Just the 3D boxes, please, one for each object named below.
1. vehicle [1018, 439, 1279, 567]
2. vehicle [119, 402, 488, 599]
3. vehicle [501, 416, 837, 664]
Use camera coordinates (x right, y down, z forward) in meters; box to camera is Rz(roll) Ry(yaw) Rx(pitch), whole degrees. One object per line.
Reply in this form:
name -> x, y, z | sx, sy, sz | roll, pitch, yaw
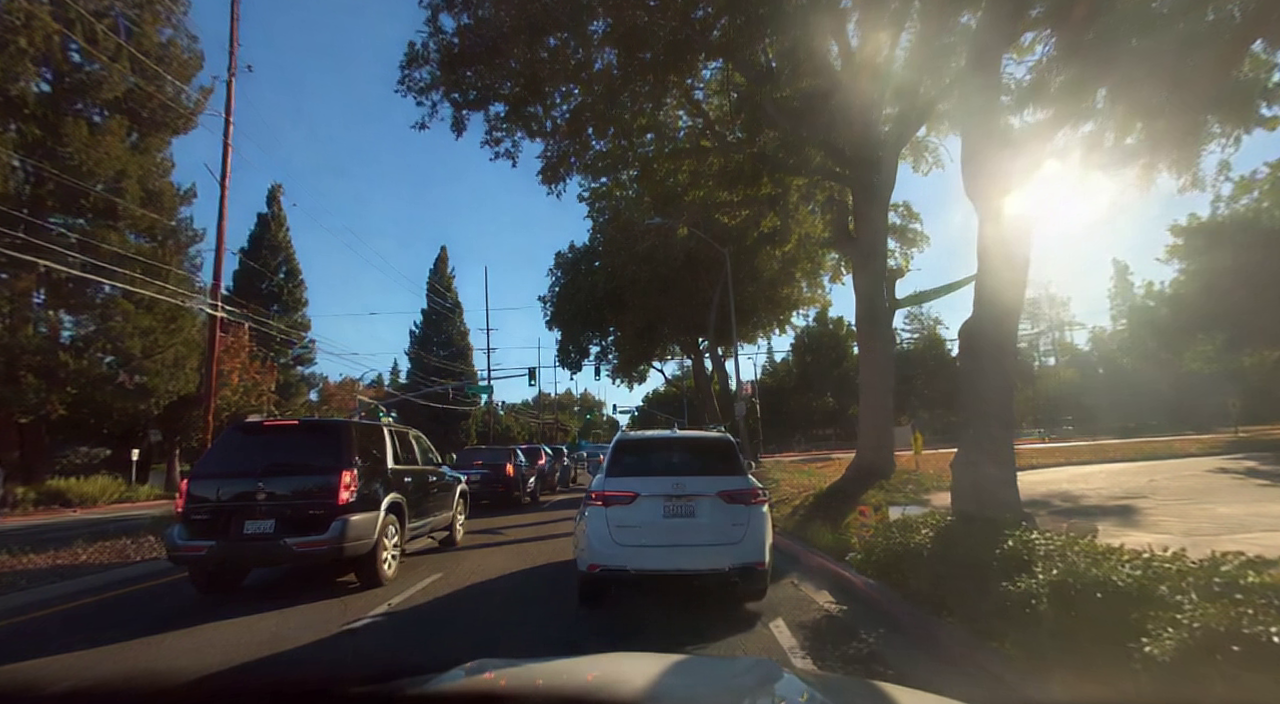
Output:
vehicle -> 8.382, 2.160, 9.931 | 1.993, 1.508, 4.521 | 0, -9, -1
vehicle -> -3.473, 1.623, 7.763 | 2.105, 1.706, 4.337 | 0, -9, 0
vehicle -> 0.112, 1.449, 5.946 | 2.056, 1.487, 4.003 | 0, -9, -2
